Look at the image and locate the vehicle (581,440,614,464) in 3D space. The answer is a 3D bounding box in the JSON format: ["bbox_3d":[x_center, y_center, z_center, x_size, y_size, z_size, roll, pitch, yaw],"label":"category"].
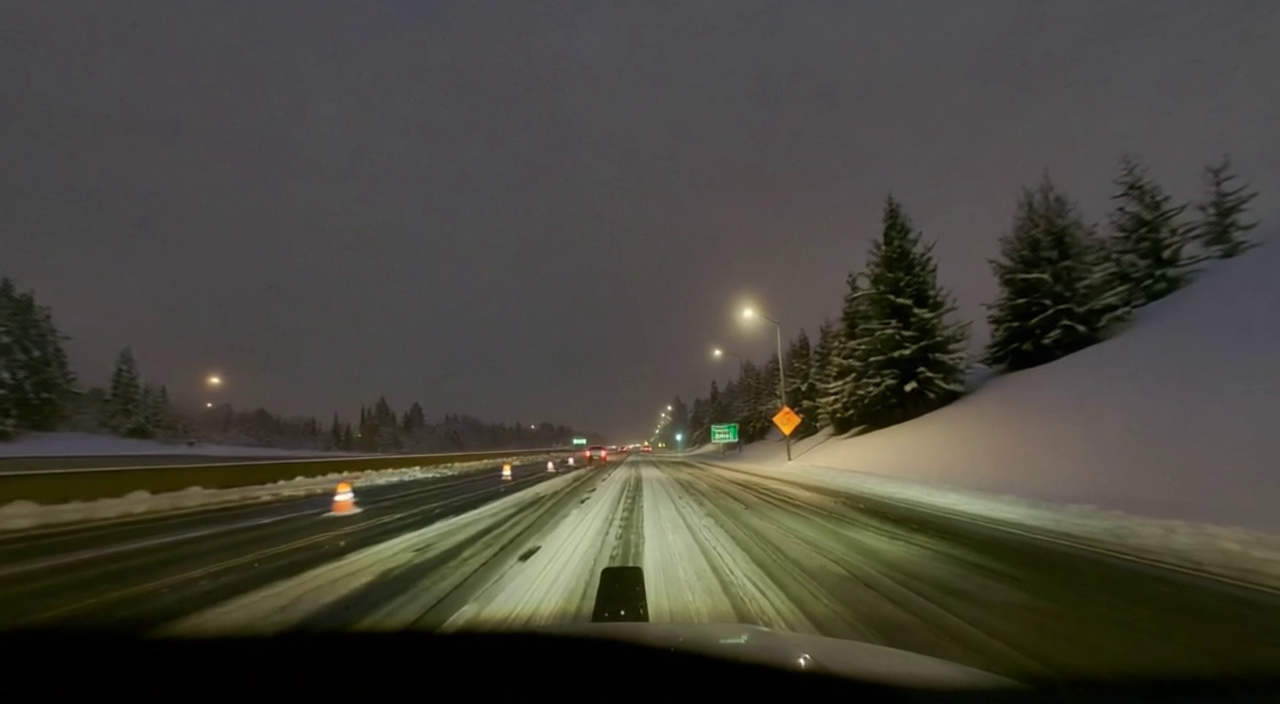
[{"bbox_3d":[-3.069,7.326,46.198,2.078,1.629,4.059,0,-8,1],"label":"vehicle"}]
